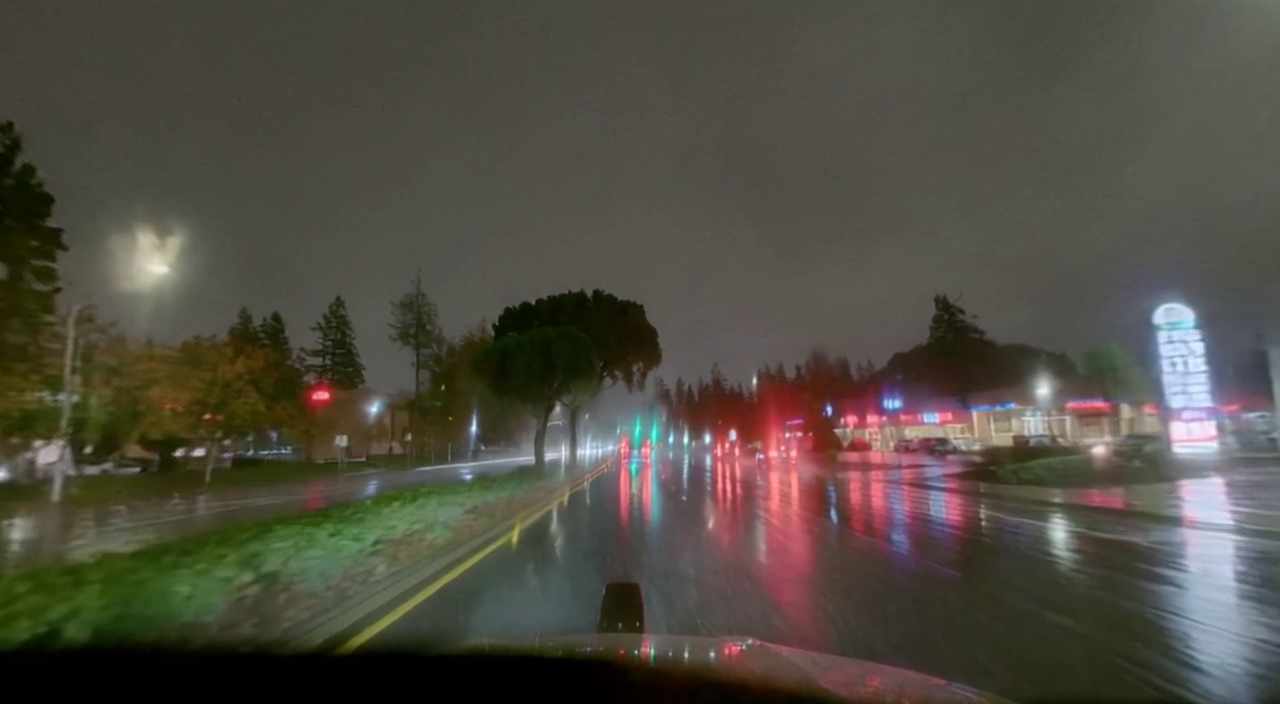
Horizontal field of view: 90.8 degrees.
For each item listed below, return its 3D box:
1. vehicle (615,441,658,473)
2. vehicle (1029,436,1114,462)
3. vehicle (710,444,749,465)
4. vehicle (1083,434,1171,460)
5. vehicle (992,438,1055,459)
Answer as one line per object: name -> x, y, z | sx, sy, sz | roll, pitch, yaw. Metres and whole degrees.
vehicle -> -0.240, 5.436, 32.948 | 2.072, 1.545, 4.578 | 0, -8, -2
vehicle -> 26.700, 5.990, 39.312 | 1.840, 1.446, 4.820 | -2, -8, 0
vehicle -> 6.854, 7.901, 48.917 | 2.075, 1.475, 4.571 | 0, -9, -4
vehicle -> 29.476, 5.792, 38.395 | 1.805, 1.481, 4.351 | -1, -9, -1
vehicle -> 26.836, 6.778, 44.406 | 1.761, 1.409, 4.353 | 0, -9, 1
